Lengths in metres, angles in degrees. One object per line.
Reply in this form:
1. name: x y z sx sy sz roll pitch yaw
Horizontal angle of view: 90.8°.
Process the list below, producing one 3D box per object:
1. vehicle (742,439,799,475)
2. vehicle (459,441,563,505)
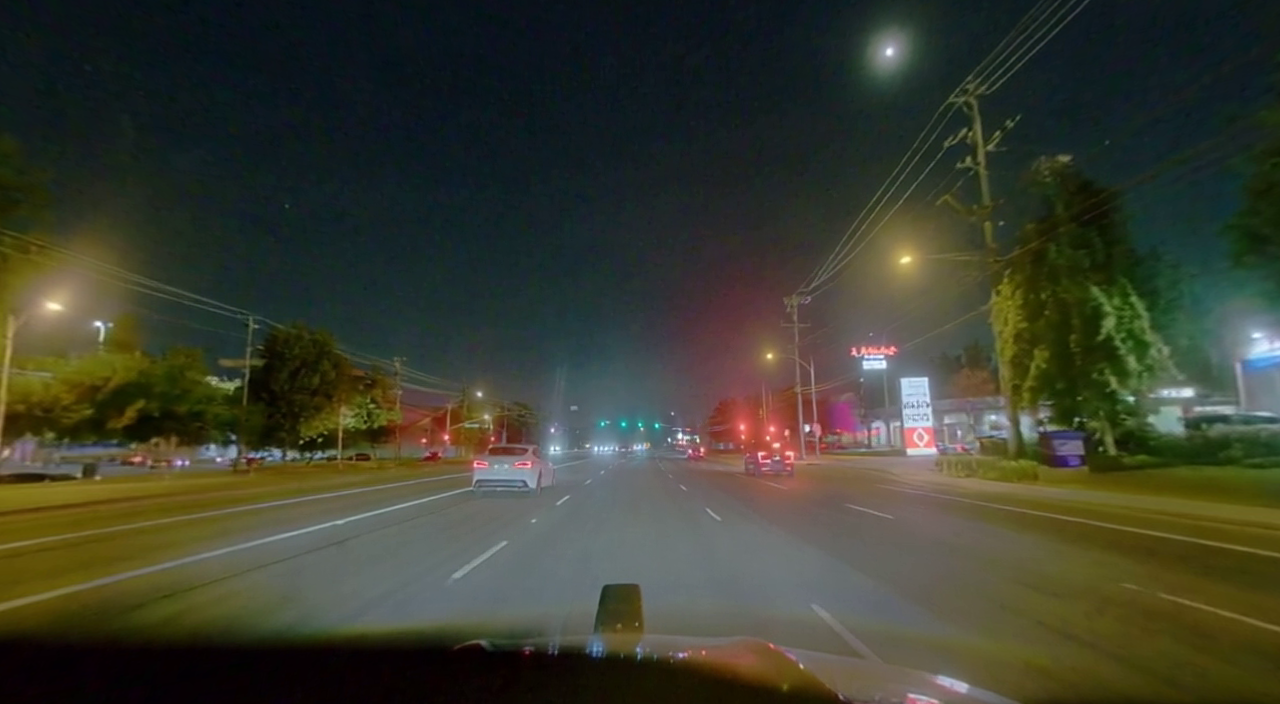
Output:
1. vehicle: 6.598 5.353 32.403 1.945 1.706 4.190 0 -8 -1
2. vehicle: -3.278 3.144 16.944 1.837 1.463 4.311 0 -8 1
